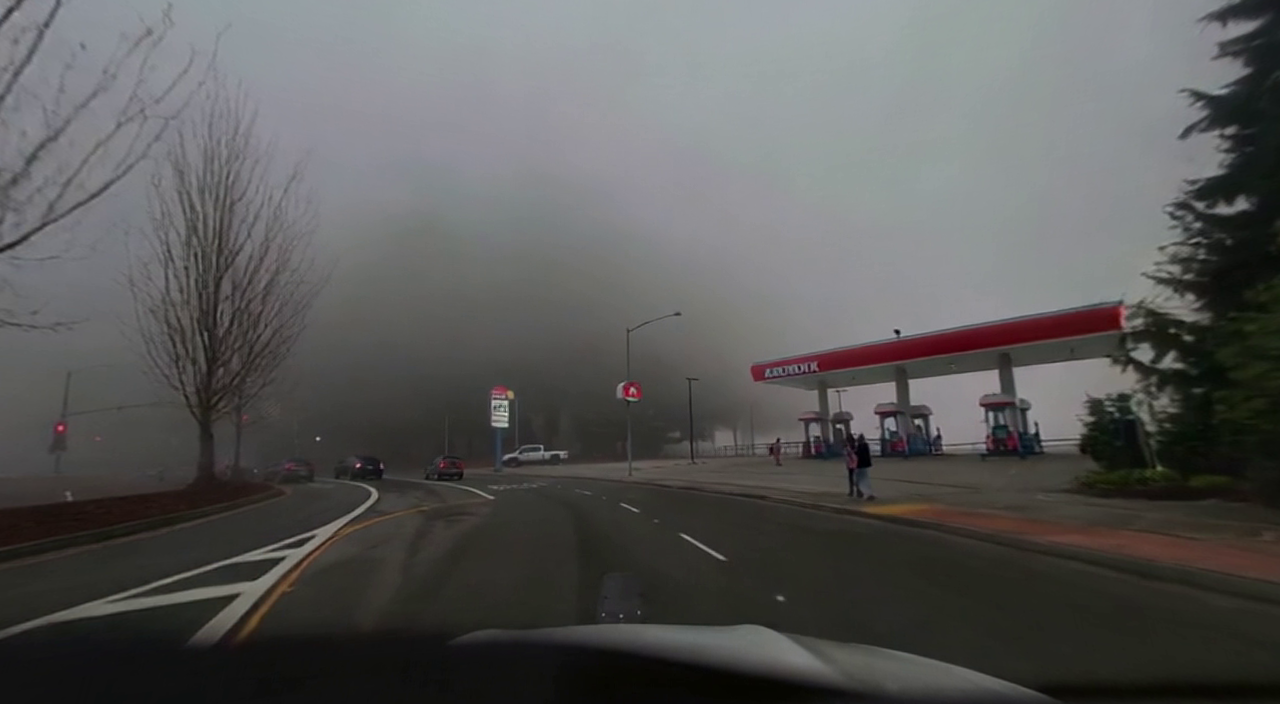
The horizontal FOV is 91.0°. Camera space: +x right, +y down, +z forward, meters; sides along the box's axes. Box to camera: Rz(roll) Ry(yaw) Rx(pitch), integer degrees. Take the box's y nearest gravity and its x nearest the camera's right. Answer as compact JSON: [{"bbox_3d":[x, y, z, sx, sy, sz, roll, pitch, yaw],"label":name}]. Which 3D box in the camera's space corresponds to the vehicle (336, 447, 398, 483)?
[{"bbox_3d":[-16.697,6.831,38.344,2.254,2.006,4.766,7,-11,-37],"label":"vehicle"}]

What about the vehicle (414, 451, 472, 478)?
[{"bbox_3d":[-14.414,8.186,45.984,2.202,1.822,4.826,8,-12,-40],"label":"vehicle"}]
